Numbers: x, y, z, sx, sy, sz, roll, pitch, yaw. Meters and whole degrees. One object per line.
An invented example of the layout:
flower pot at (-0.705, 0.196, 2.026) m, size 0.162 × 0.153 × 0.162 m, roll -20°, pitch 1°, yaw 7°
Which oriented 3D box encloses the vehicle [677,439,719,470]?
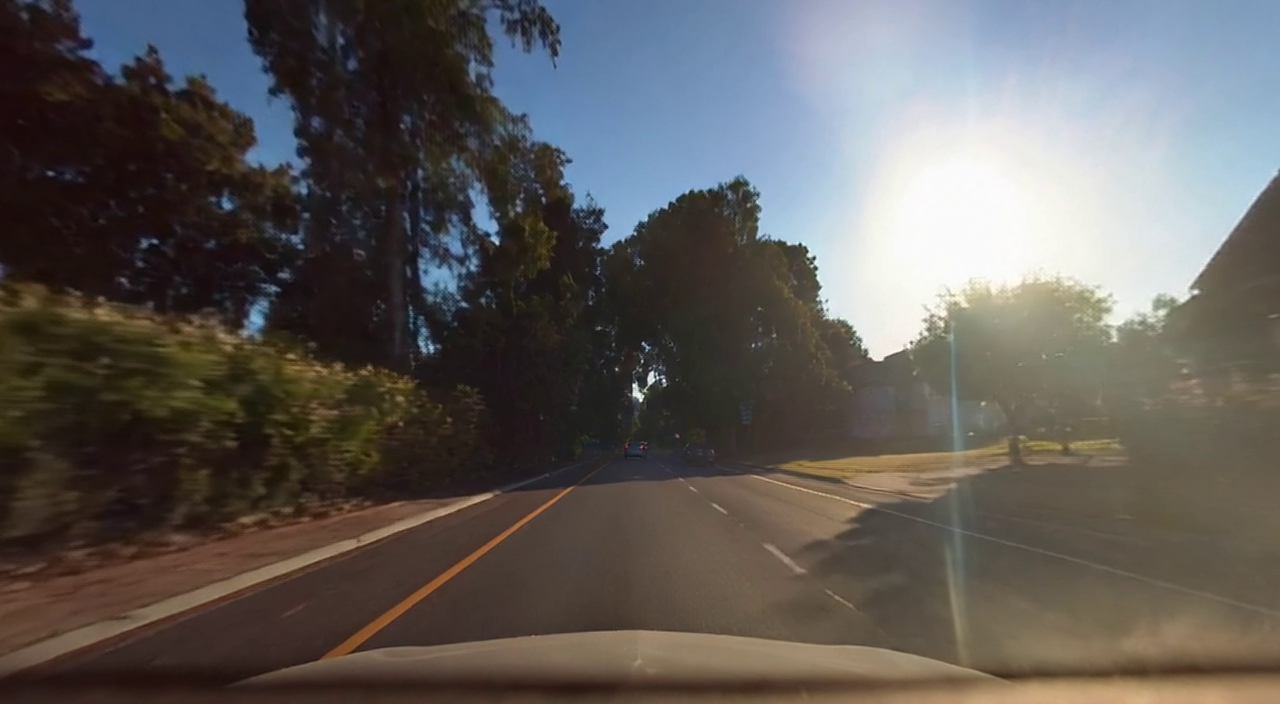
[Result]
vehicle at (3.226, 5.797, 35.937) m, size 1.888 × 1.640 × 4.044 m, roll 0°, pitch -8°, yaw -2°
